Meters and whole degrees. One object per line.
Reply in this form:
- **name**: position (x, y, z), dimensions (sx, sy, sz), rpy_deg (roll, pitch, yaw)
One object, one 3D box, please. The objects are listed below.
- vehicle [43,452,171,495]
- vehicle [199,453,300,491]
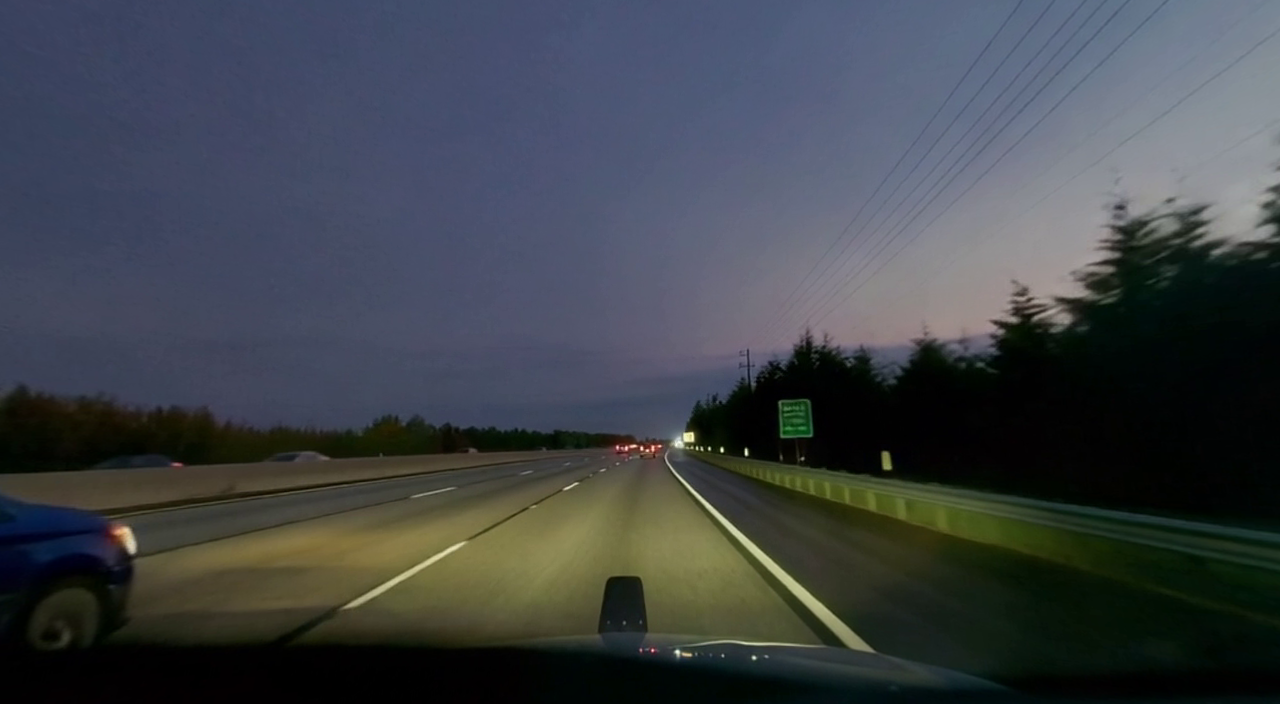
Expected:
- **vehicle**: position (-19.887, 4.529, 23.706), dimensions (1.701, 1.400, 3.522), rpy_deg (0, -8, 0)
- **vehicle**: position (-16.597, 5.089, 27.020), dimensions (1.660, 1.411, 4.041), rpy_deg (0, -8, 2)
